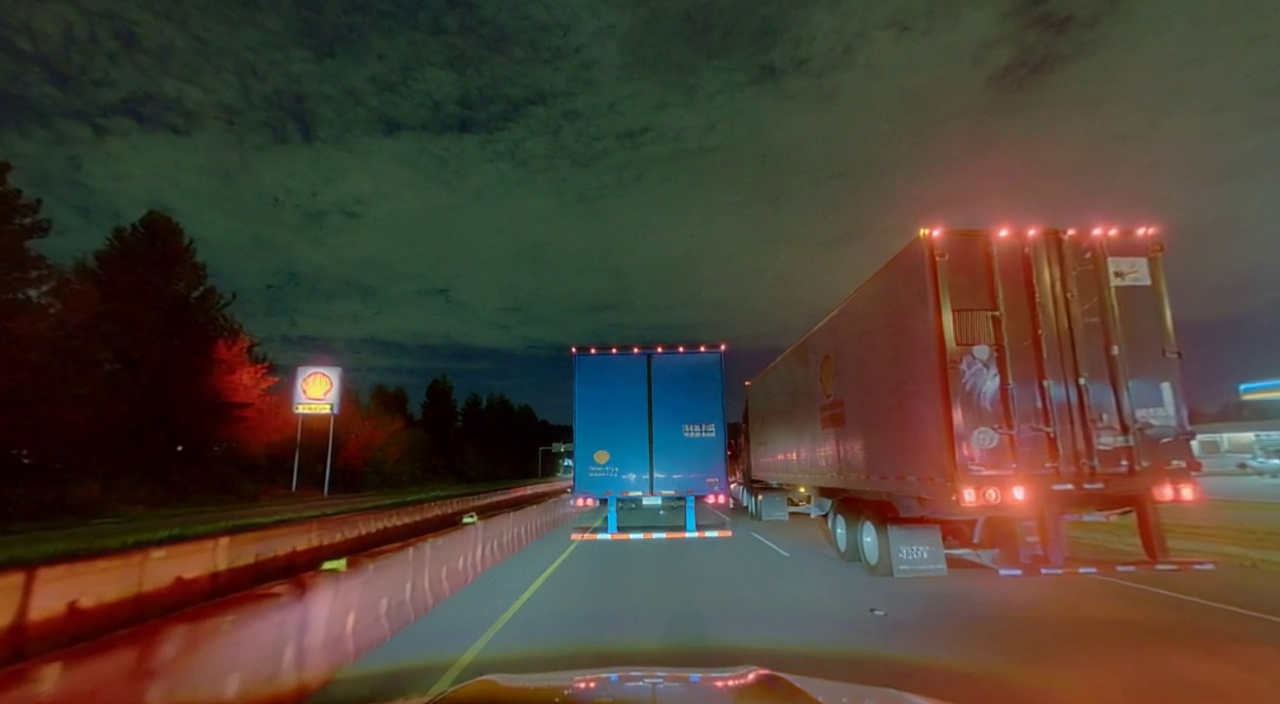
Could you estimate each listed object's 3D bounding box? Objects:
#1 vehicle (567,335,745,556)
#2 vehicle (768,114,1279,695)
[{"bbox_3d":[0.264,2.150,13.847,2.618,3.306,8.676,1,-10,0],"label":"vehicle"},{"bbox_3d":[4.316,1.046,8.620,2.936,3.640,9.443,1,-10,-1],"label":"vehicle"}]
